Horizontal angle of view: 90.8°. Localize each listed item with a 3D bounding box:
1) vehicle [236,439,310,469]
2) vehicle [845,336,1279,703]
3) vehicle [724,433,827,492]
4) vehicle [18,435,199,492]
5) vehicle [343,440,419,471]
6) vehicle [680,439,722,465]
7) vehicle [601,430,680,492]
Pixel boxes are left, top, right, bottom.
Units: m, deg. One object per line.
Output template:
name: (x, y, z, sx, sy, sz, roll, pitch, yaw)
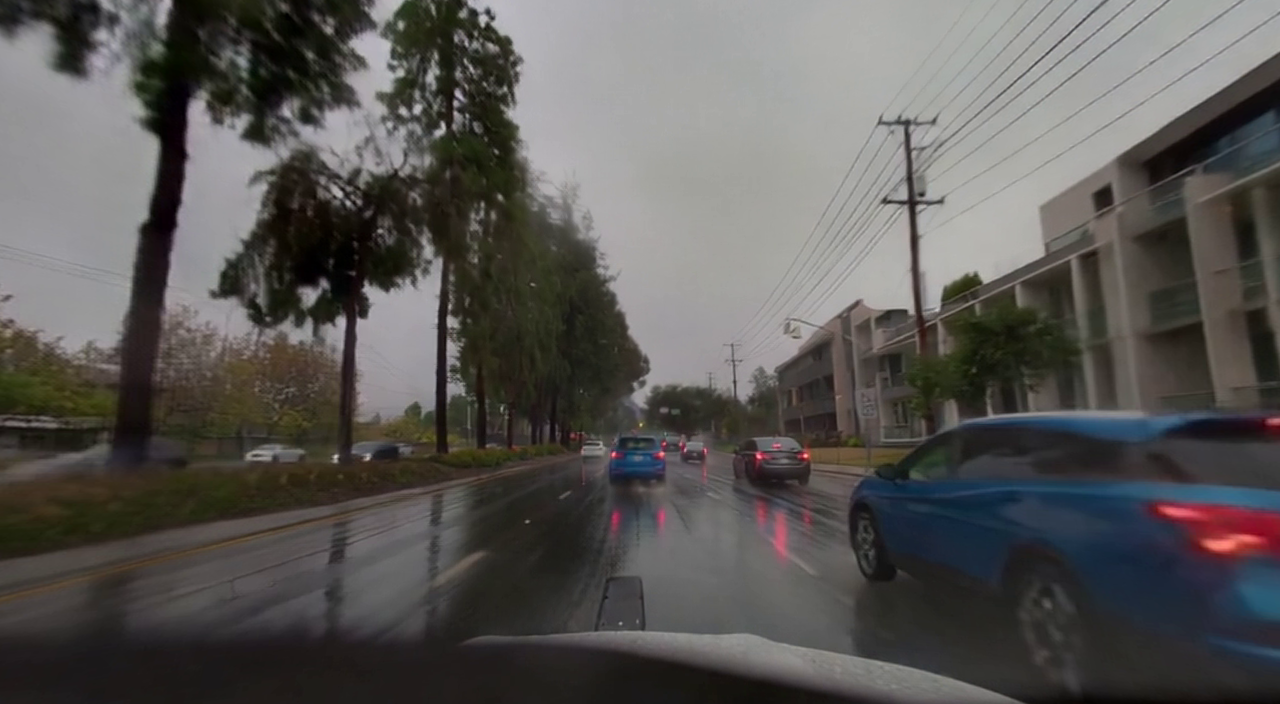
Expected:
vehicle: (-22.361, 6.233, 38.715, 1.923, 1.672, 4.303, 0, -9, 1)
vehicle: (3.111, 1.041, 3.722, 2.123, 1.657, 4.719, 0, -9, -1)
vehicle: (3.871, 3.267, 18.965, 2.086, 1.534, 4.351, 0, -9, -1)
vehicle: (-17.037, 3.596, 20.662, 1.905, 1.634, 4.617, 0, -9, 0)
vehicle: (-13.928, 5.594, 34.316, 1.951, 1.538, 4.940, 0, -9, 1)
vehicle: (3.658, 6.116, 38.777, 2.054, 1.461, 4.321, 0, -9, -1)
vehicle: (-0.007, 3.191, 18.713, 2.073, 1.606, 3.933, 0, -9, -1)
